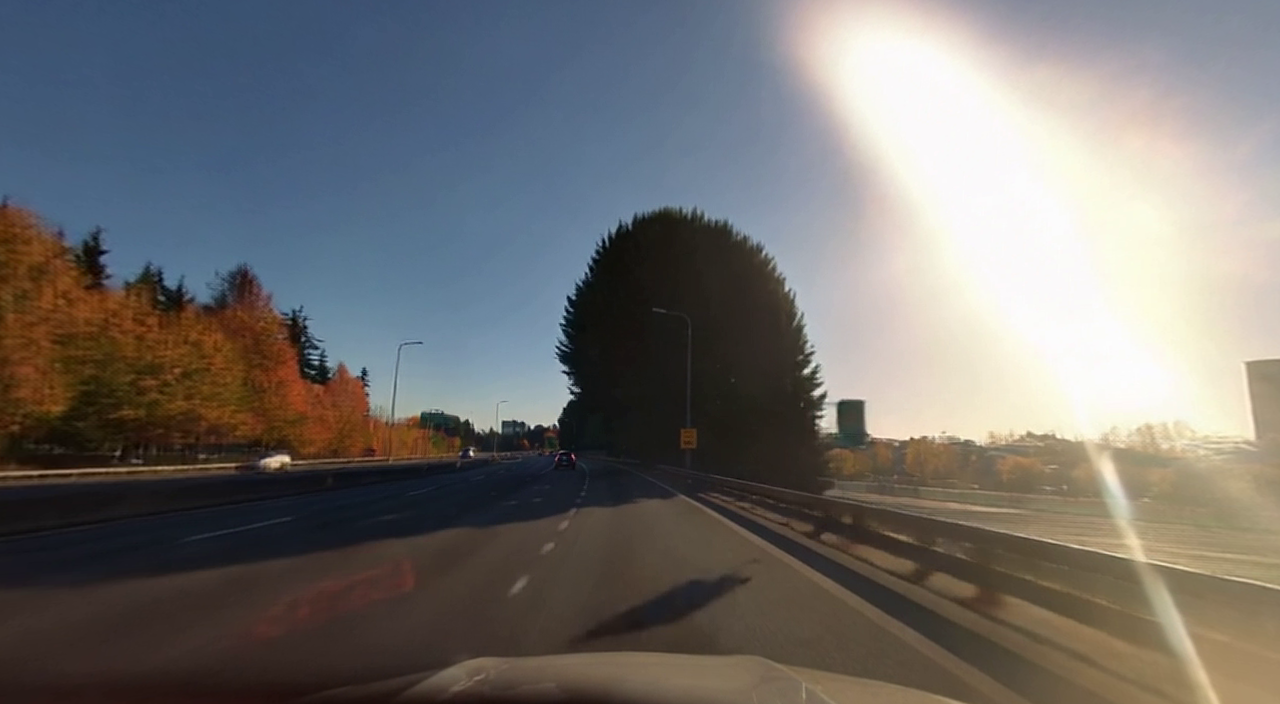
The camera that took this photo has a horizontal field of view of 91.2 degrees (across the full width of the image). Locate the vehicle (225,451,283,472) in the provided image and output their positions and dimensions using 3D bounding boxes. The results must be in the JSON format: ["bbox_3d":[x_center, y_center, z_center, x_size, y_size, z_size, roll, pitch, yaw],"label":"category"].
[{"bbox_3d":[-28.572,8.115,46.517,1.809,1.432,4.193,0,-9,-3],"label":"vehicle"}]

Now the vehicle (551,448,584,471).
[{"bbox_3d":[-5.374,8.028,46.846,2.248,1.619,3.848,0,-9,-4],"label":"vehicle"}]
